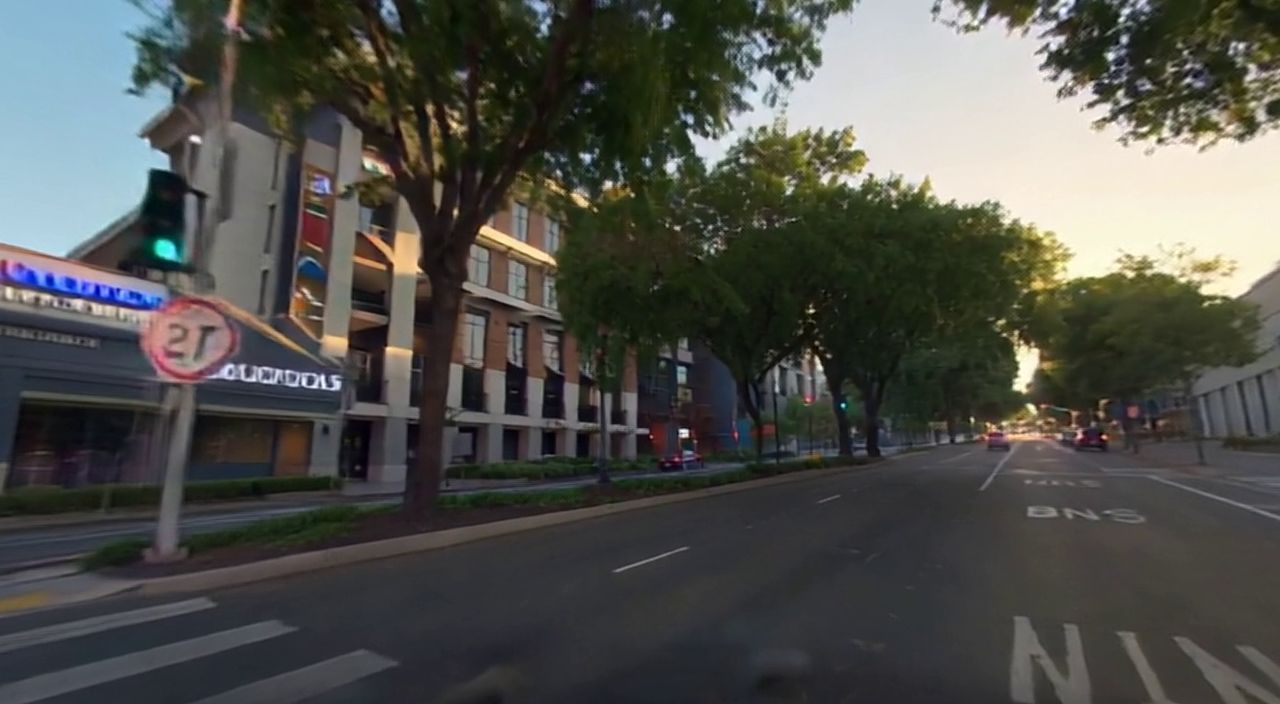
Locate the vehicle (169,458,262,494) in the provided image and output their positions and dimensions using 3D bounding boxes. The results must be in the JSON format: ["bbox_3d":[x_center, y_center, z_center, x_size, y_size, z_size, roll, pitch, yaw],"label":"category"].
[{"bbox_3d":[-20.423,5.935,30.360,3.994,1.471,1.956,-4,-14,30],"label":"vehicle"}]

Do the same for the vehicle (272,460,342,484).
[{"bbox_3d":[-24.333,8.751,46.250,1.689,1.534,4.158,-10,-14,33],"label":"vehicle"}]

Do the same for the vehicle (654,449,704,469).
[{"bbox_3d":[3.064,8.158,48.270,1.840,1.440,4.442,-7,-11,32],"label":"vehicle"}]
